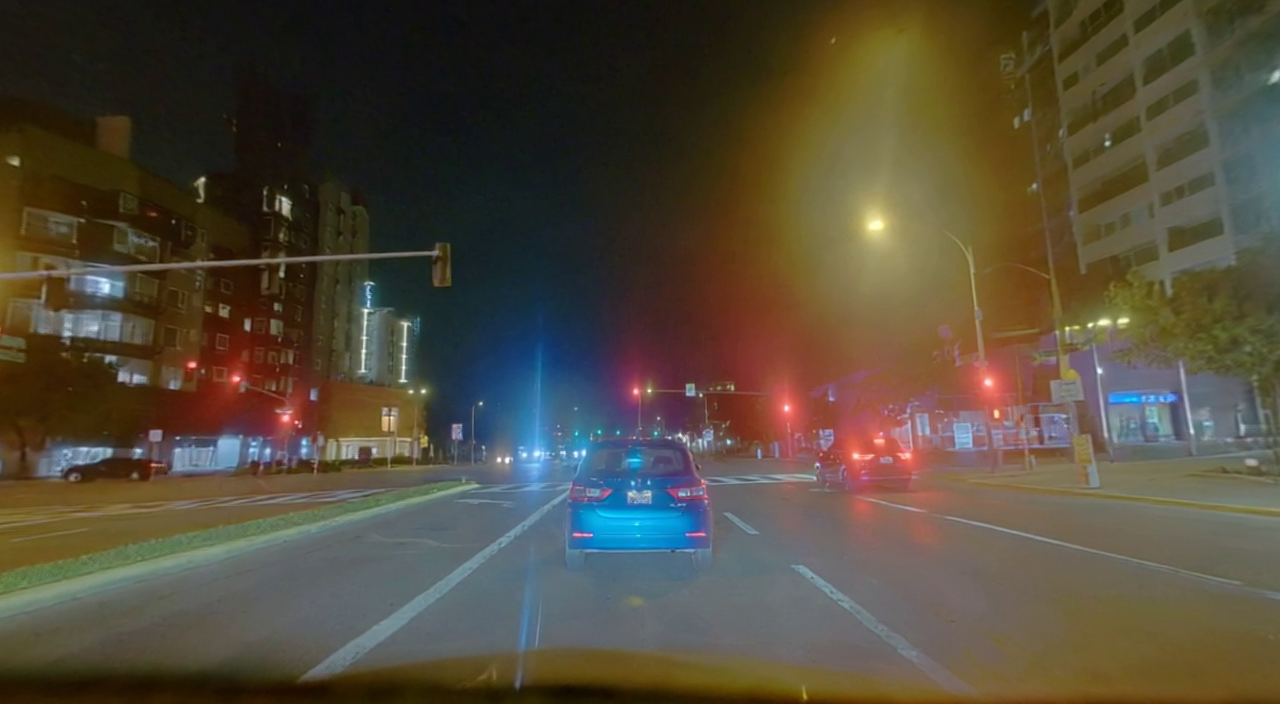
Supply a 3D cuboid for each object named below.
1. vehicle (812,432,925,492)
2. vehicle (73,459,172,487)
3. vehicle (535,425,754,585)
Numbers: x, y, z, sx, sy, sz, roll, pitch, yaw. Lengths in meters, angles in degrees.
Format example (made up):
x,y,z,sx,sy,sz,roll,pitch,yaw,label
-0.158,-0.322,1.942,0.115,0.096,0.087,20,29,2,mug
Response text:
x,y,z,sx,sy,sz,roll,pitch,yaw,label
7.060,3.440,20.073,2.039,1.692,4.319,0,-8,1,vehicle
-32.377,7.556,39.649,4.401,1.625,1.863,0,-8,-4,vehicle
-0.014,1.763,8.145,2.070,1.488,4.206,0,-8,-2,vehicle
